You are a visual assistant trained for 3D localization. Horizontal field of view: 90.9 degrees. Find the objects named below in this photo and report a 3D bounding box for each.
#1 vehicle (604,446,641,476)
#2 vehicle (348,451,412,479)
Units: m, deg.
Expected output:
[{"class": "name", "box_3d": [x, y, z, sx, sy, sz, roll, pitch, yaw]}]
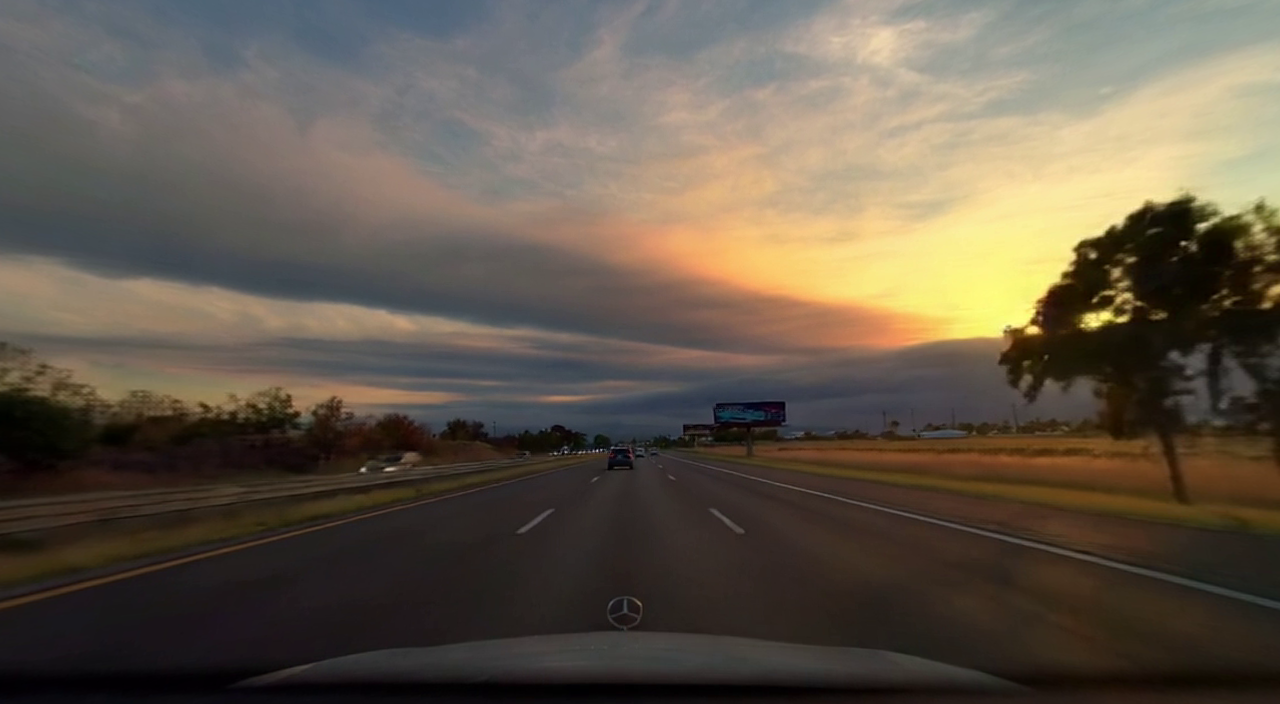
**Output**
[{"class": "vehicle", "box_3d": [-0.936, 6.015, 34.937, 1.916, 1.494, 4.335, 0, -9, 0]}, {"class": "vehicle", "box_3d": [-15.154, 6.590, 37.014, 1.781, 1.535, 4.735, 0, -9, 0]}]
